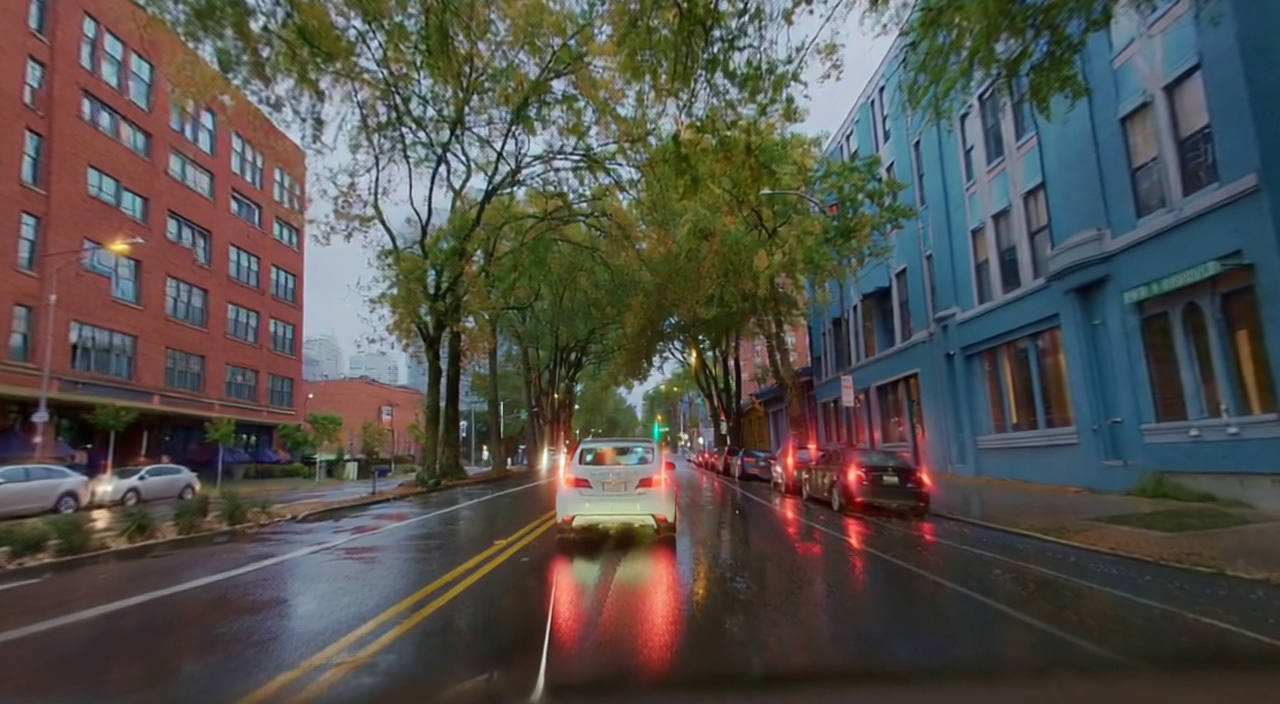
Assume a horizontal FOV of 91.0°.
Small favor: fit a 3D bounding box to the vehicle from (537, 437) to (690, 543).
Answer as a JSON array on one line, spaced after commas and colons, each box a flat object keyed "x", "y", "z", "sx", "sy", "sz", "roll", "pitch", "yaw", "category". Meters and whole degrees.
[{"x": -0.386, "y": 2.339, "z": 11.320, "sx": 2.230, "sy": 1.518, "sz": 4.113, "roll": 0, "pitch": -9, "yaw": 0, "category": "vehicle"}]

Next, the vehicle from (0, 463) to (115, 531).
[{"x": -17.615, "y": 3.994, "z": 17.545, "sx": 1.909, "sy": 1.658, "sz": 4.559, "roll": 0, "pitch": -9, "yaw": 1, "category": "vehicle"}]

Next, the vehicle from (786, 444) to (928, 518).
[{"x": 4.916, "y": 2.946, "z": 14.927, "sx": 1.832, "sy": 1.491, "sz": 4.054, "roll": 1, "pitch": -9, "yaw": -1, "category": "vehicle"}]

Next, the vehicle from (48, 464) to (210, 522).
[{"x": -18.017, "y": 4.944, "z": 22.577, "sx": 2.011, "sy": 1.727, "sz": 4.449, "roll": 1, "pitch": -9, "yaw": 0, "category": "vehicle"}]
